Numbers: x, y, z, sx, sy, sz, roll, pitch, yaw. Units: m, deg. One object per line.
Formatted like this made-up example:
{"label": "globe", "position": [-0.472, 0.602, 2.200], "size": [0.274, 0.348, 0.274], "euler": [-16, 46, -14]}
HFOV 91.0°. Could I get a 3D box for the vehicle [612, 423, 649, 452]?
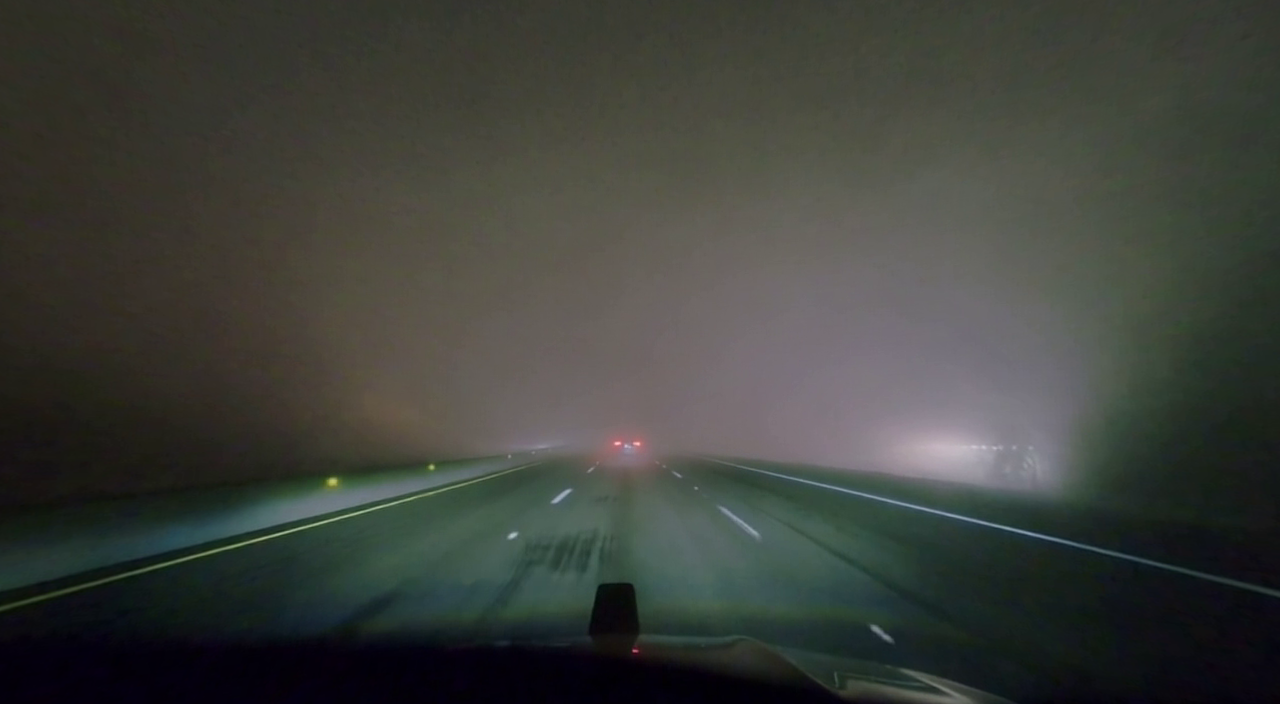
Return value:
{"label": "vehicle", "position": [-0.668, 5.407, 39.667], "size": [2.157, 1.647, 4.524], "euler": [0, -8, -3]}
